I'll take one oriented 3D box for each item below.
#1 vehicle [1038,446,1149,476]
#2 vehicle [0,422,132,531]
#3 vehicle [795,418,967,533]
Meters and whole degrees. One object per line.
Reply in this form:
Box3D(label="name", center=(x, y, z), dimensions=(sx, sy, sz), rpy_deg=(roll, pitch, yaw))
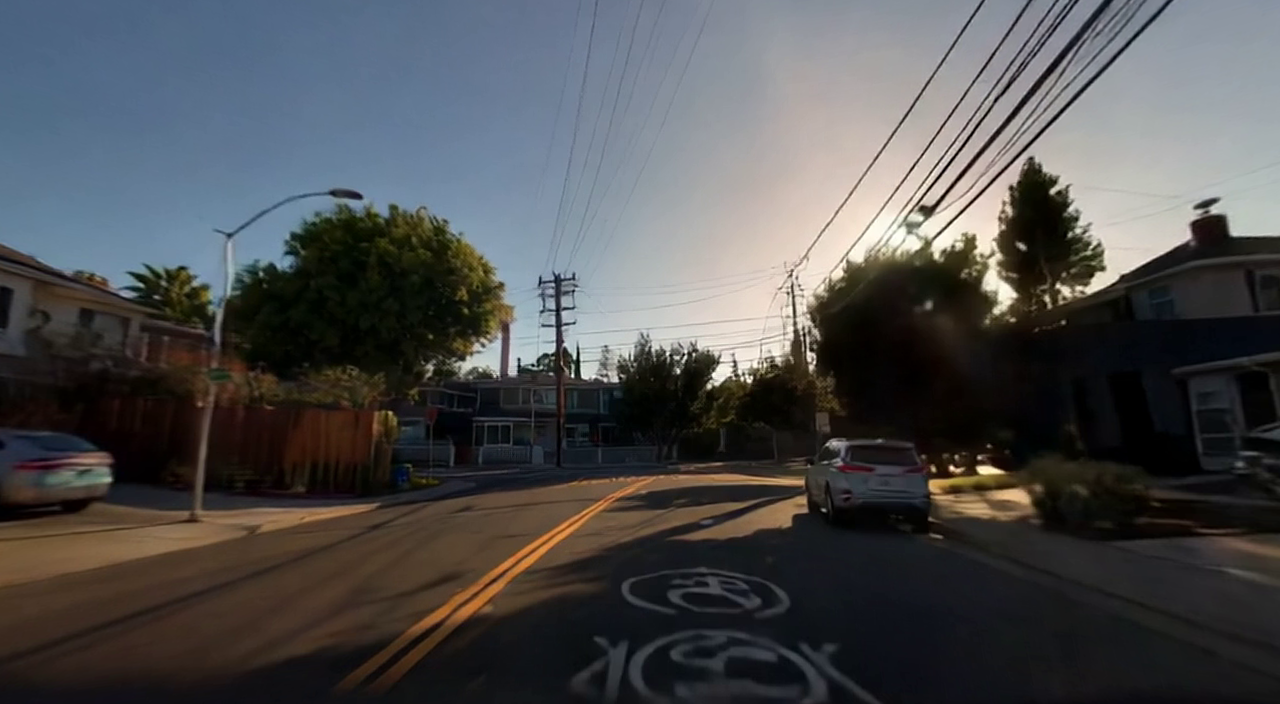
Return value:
Box3D(label="vehicle", center=(24.243, 5.834, 33.958), dimensions=(4.322, 1.499, 1.927), rpy_deg=(-2, -9, 13))
Box3D(label="vehicle", center=(-11.861, 2.083, 10.885), dimensions=(4.632, 1.644, 1.986), rpy_deg=(-1, -9, 6))
Box3D(label="vehicle", center=(4.488, 2.349, 12.627), dimensions=(2.070, 1.847, 4.457), rpy_deg=(-1, -9, 6))
